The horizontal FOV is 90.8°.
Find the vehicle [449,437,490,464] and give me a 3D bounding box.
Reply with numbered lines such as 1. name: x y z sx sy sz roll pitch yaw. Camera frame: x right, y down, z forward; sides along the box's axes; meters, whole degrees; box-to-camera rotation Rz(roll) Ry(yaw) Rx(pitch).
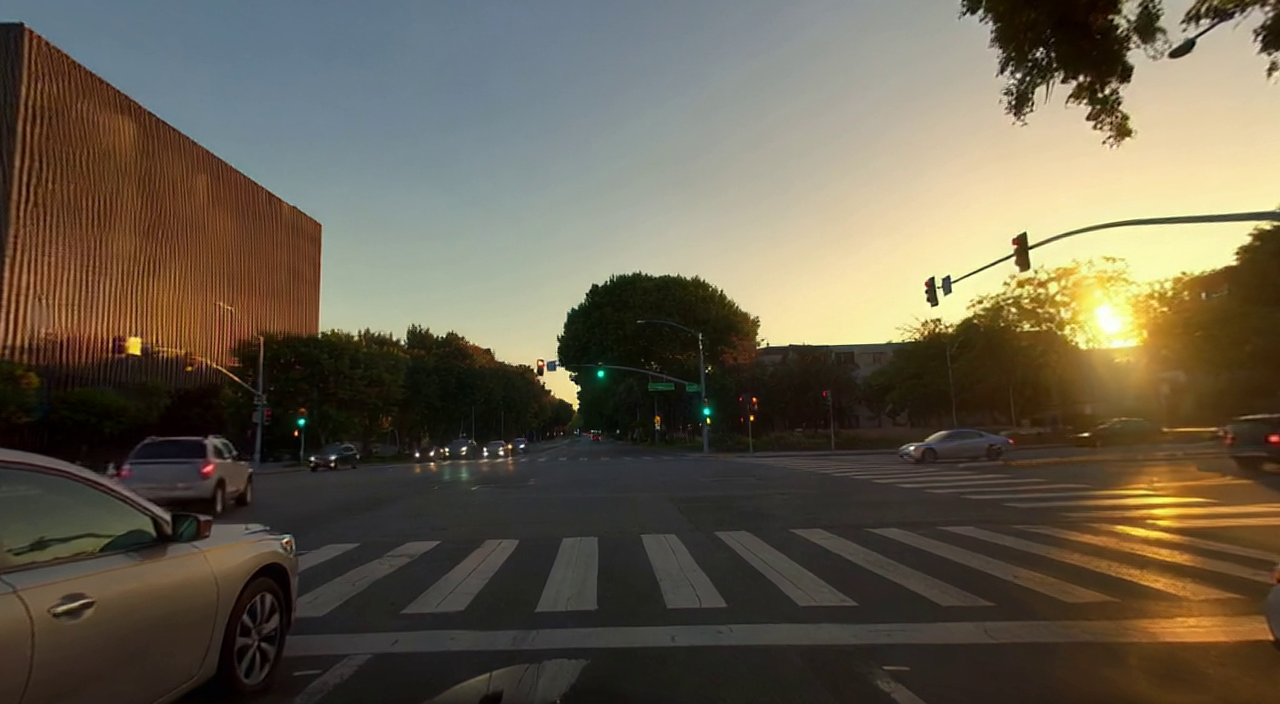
1. vehicle: -12.798 7.409 47.622 2.051 1.715 4.346 -2 -6 -2

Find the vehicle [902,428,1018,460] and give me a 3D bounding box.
1. vehicle: 15.933 4.611 31.629 4.660 1.495 2.007 0 -8 -2

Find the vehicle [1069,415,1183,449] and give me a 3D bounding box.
1. vehicle: 26.993 4.488 35.171 4.611 1.797 2.096 0 -8 -2

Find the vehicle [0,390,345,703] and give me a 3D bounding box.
1. vehicle: -3.063 0.886 2.156 1.919 1.478 4.720 0 -8 -1

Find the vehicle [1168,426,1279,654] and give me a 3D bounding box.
1. vehicle: 4.938 0.988 2.562 1.949 1.449 4.530 -1 -8 5
